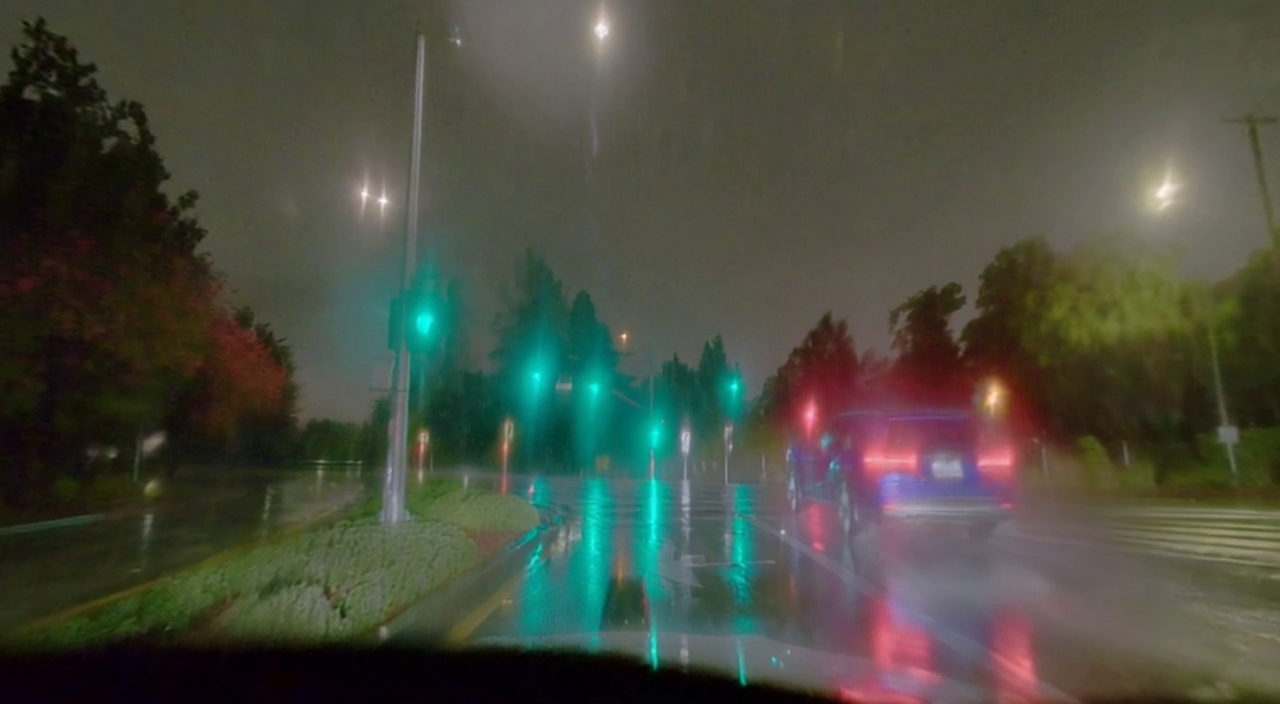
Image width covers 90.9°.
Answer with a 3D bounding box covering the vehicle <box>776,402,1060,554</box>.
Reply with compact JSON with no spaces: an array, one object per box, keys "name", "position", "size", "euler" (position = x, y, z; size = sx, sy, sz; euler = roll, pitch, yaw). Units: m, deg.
[{"name":"vehicle","position":[3.840,1.850,10.015],"size":[2.284,1.788,4.871],"euler":[0,-8,0]}]
